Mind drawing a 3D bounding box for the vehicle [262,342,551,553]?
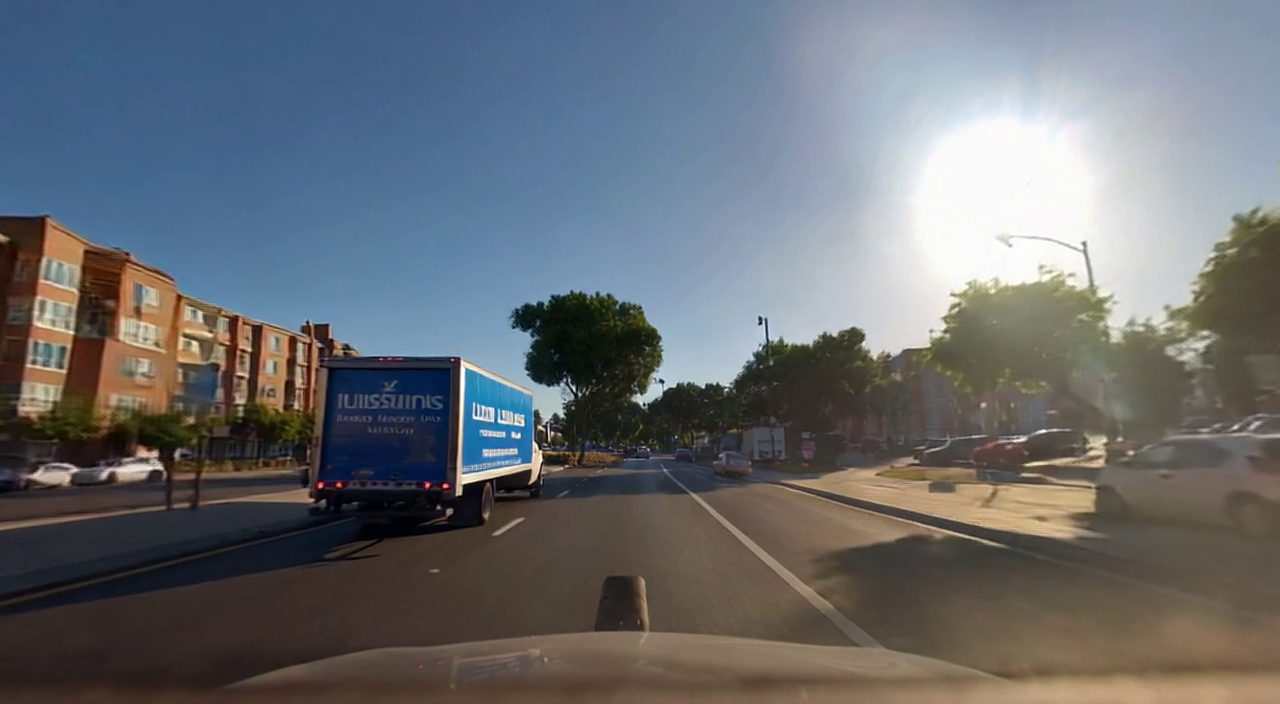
[{"bbox_3d":[-3.848,1.886,12.808,2.763,2.974,7.562,-1,-8,2],"label":"vehicle"}]

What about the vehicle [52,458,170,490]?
[{"bbox_3d":[-28.447,6.549,34.231,1.878,1.476,4.847,-2,-9,7],"label":"vehicle"}]

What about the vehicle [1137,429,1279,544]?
[{"bbox_3d":[9.253,1.807,8.683,1.850,1.477,3.520,0,-8,-2],"label":"vehicle"}]

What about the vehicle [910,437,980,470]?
[{"bbox_3d":[16.927,5.576,34.994,4.333,1.698,1.959,8,-11,-43],"label":"vehicle"}]

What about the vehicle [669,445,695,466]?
[{"bbox_3d":[3.230,7.994,48.850,1.878,1.534,4.120,-1,-8,3],"label":"vehicle"}]

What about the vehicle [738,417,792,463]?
[{"bbox_3d":[9.502,6.819,48.779,2.882,3.208,7.609,-1,-8,3],"label":"vehicle"}]

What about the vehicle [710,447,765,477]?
[{"bbox_3d":[5.035,5.726,33.281,2.127,1.439,5.034,0,-8,1],"label":"vehicle"}]

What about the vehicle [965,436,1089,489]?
[{"bbox_3d":[12.070,3.432,19.974,1.627,1.493,3.508,0,-8,-1],"label":"vehicle"}]
